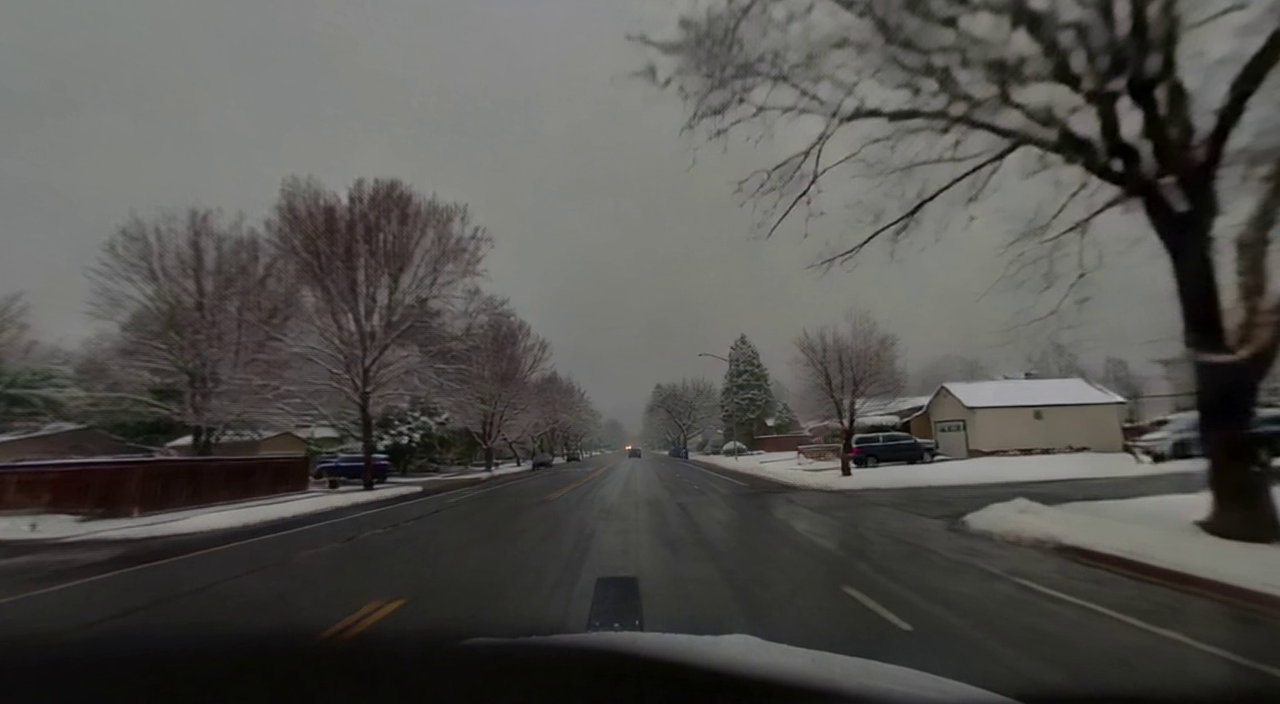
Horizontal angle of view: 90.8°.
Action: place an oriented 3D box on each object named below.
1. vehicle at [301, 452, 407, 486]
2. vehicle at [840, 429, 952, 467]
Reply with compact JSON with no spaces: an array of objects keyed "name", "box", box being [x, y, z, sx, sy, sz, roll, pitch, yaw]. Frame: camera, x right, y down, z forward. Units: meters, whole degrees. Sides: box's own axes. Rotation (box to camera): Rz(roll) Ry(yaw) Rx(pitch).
[{"name":"vehicle","box":[-15.660,6.412,34.763,4.859,1.780,2.031,-1,-9,2]},{"name":"vehicle","box":[11.987,4.506,29.772,4.392,1.685,1.959,0,-8,-4]}]
